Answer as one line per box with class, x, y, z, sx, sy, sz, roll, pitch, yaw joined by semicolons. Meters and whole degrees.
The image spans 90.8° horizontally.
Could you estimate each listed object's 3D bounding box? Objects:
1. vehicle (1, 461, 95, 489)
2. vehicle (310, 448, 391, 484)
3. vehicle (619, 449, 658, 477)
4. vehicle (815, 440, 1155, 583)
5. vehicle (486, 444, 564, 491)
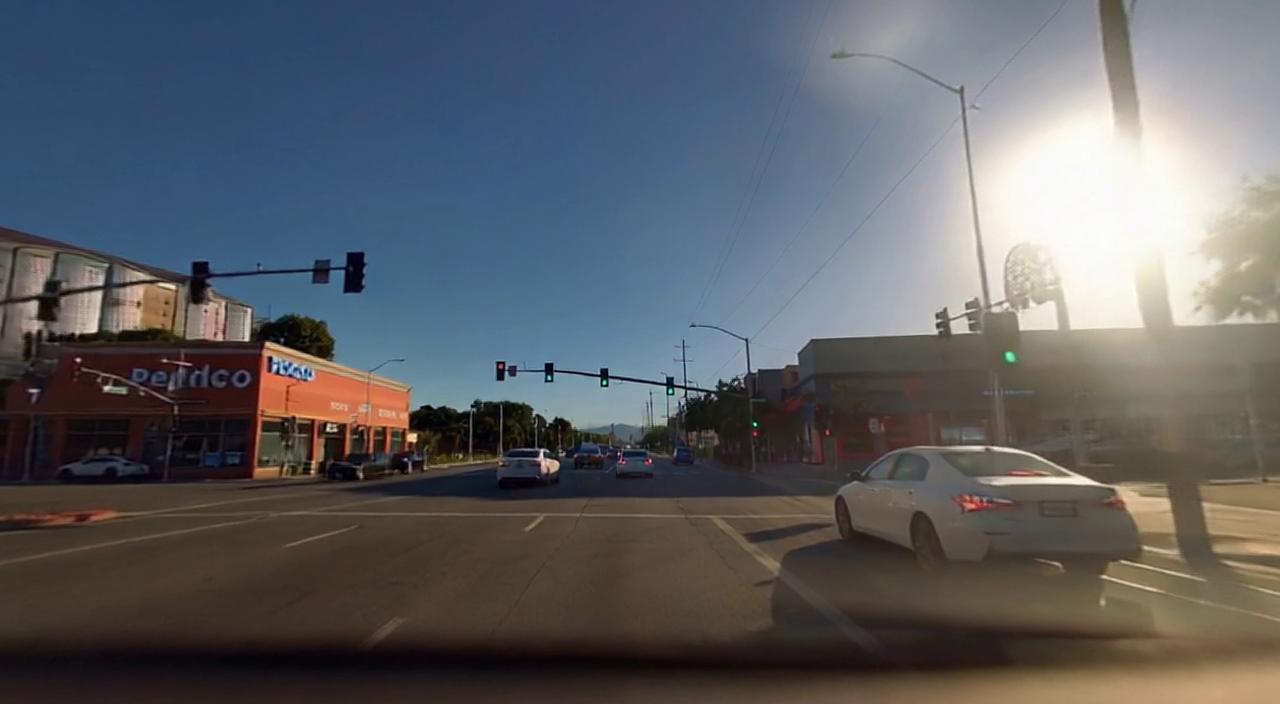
vehicle;-37.172;7.705;39.746;3.931;1.653;2.134;-1;-9;7
vehicle;-14.172;5.561;31.192;1.987;1.641;4.185;0;-8;0
vehicle;-0.124;6.204;35.583;2.072;1.473;4.139;0;-8;-1
vehicle;4.340;2.051;9.181;2.119;1.479;4.910;0;-8;-1
vehicle;-4.189;4.281;23.775;2.035;1.564;4.702;0;-8;0
